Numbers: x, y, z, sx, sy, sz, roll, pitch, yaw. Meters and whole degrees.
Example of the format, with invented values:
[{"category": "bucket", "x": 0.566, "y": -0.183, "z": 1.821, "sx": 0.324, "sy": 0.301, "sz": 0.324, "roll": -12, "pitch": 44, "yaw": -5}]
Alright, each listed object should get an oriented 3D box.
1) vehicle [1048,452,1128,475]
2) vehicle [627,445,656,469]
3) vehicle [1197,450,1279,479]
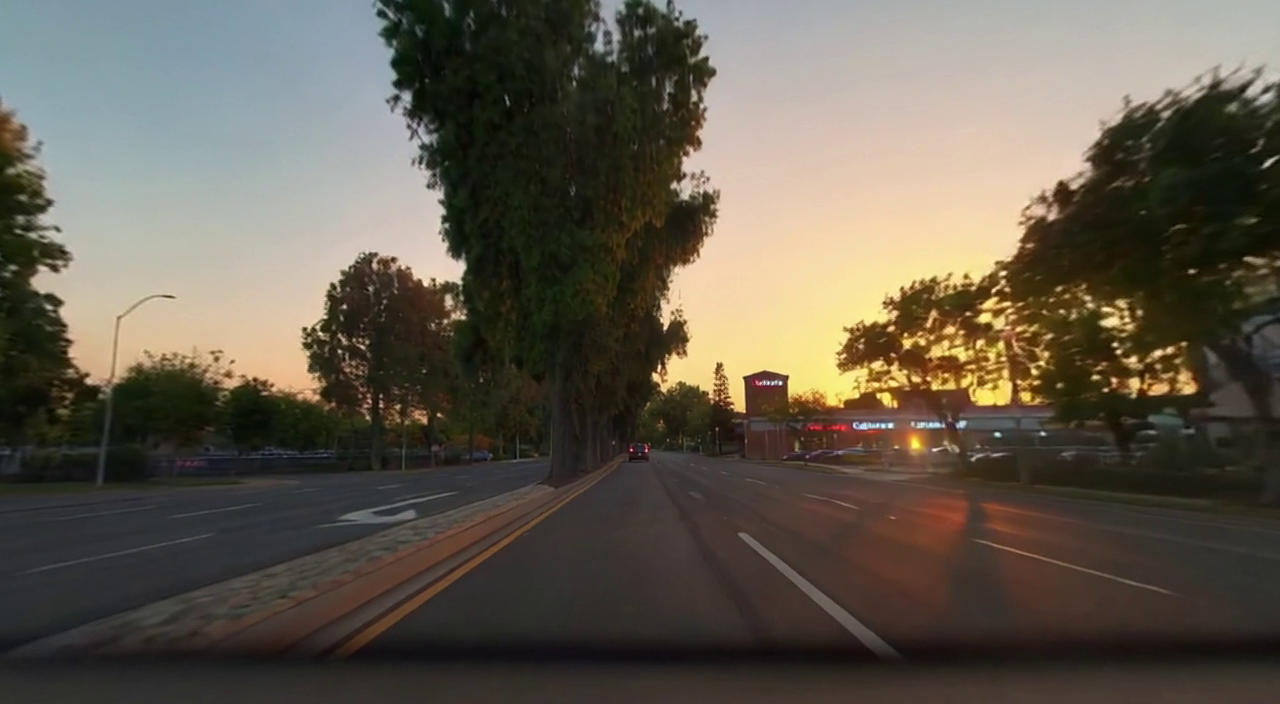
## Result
[{"category": "vehicle", "x": 31.858, "y": 7.905, "z": 45.141, "sx": 2.058, "sy": 1.498, "sz": 4.870, "roll": 0, "pitch": -8, "yaw": -1}, {"category": "vehicle", "x": 0.101, "y": 7.873, "z": 47.624, "sx": 2.095, "sy": 1.647, "sz": 4.205, "roll": 0, "pitch": -8, "yaw": 0}, {"category": "vehicle", "x": 37.568, "y": 6.938, "z": 39.208, "sx": 1.916, "sy": 1.596, "sz": 4.358, "roll": 0, "pitch": -8, "yaw": 0}]
